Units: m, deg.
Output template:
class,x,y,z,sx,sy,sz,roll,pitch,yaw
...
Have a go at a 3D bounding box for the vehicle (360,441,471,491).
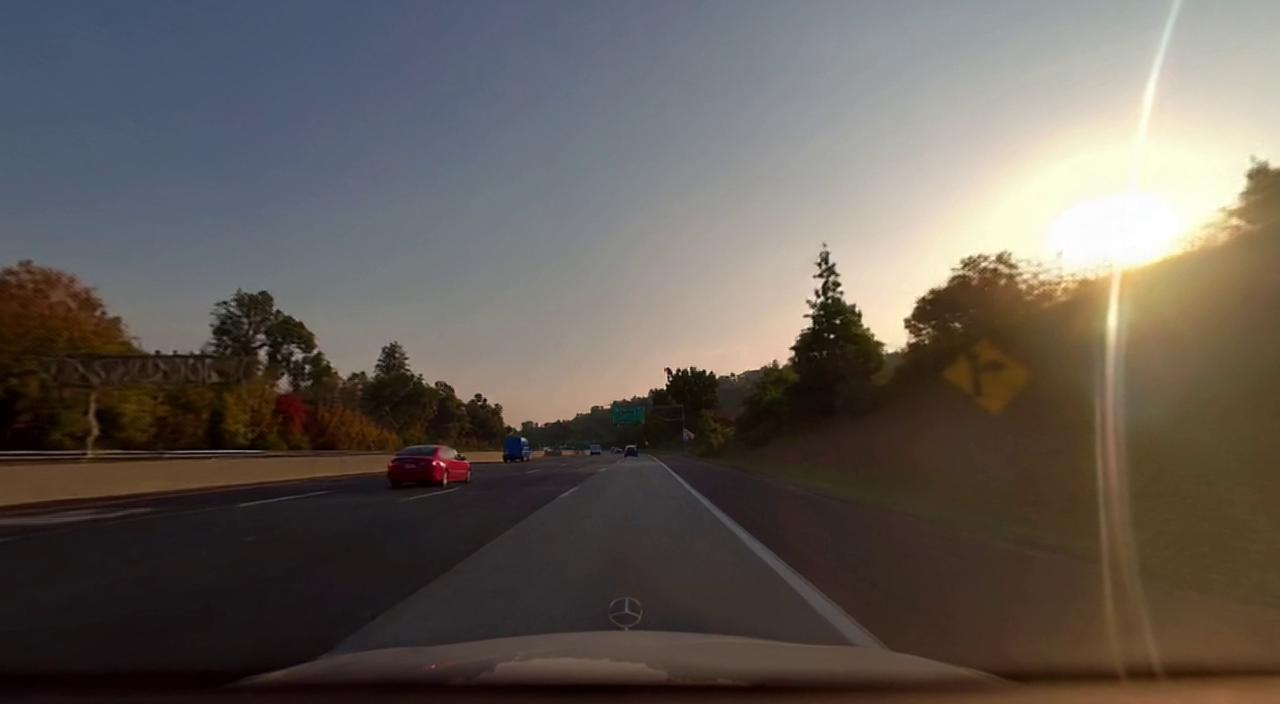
class,x,y,z,sx,sy,sz,roll,pitch,yaw
vehicle,-7.397,3.778,21.380,1.981,1.486,4.735,0,-8,1
